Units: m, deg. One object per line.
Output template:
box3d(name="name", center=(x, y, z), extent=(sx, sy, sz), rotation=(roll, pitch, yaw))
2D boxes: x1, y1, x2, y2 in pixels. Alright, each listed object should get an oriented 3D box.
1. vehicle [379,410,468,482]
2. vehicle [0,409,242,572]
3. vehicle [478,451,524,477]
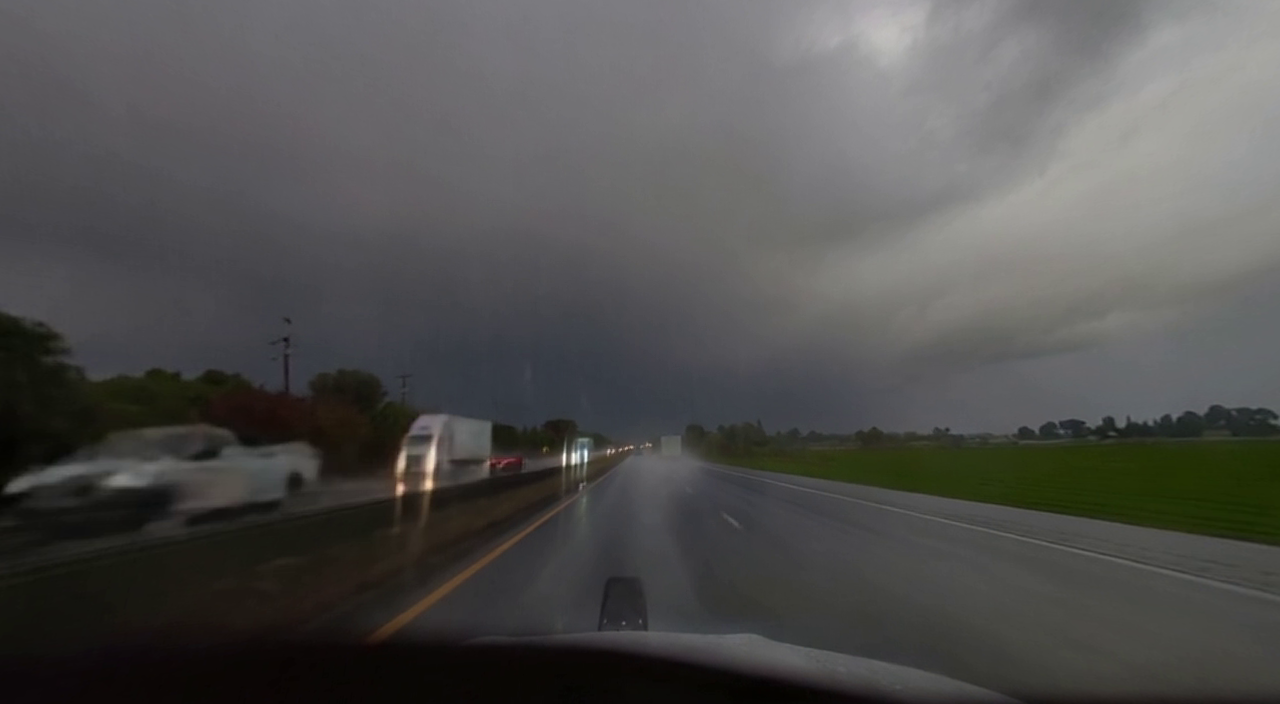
box3d(name="vehicle", center=(-12.840, 5.677, 38.032), extent=(3.047, 3.925, 6.286), rotation=(0, -9, 0))
box3d(name="vehicle", center=(-8.592, 1.917, 9.250), extent=(2.135, 1.906, 5.000), rotation=(0, -9, 1))
box3d(name="vehicle", center=(-8.627, 6.959, 39.393), extent=(1.963, 1.511, 3.901), rotation=(0, -9, 0))
